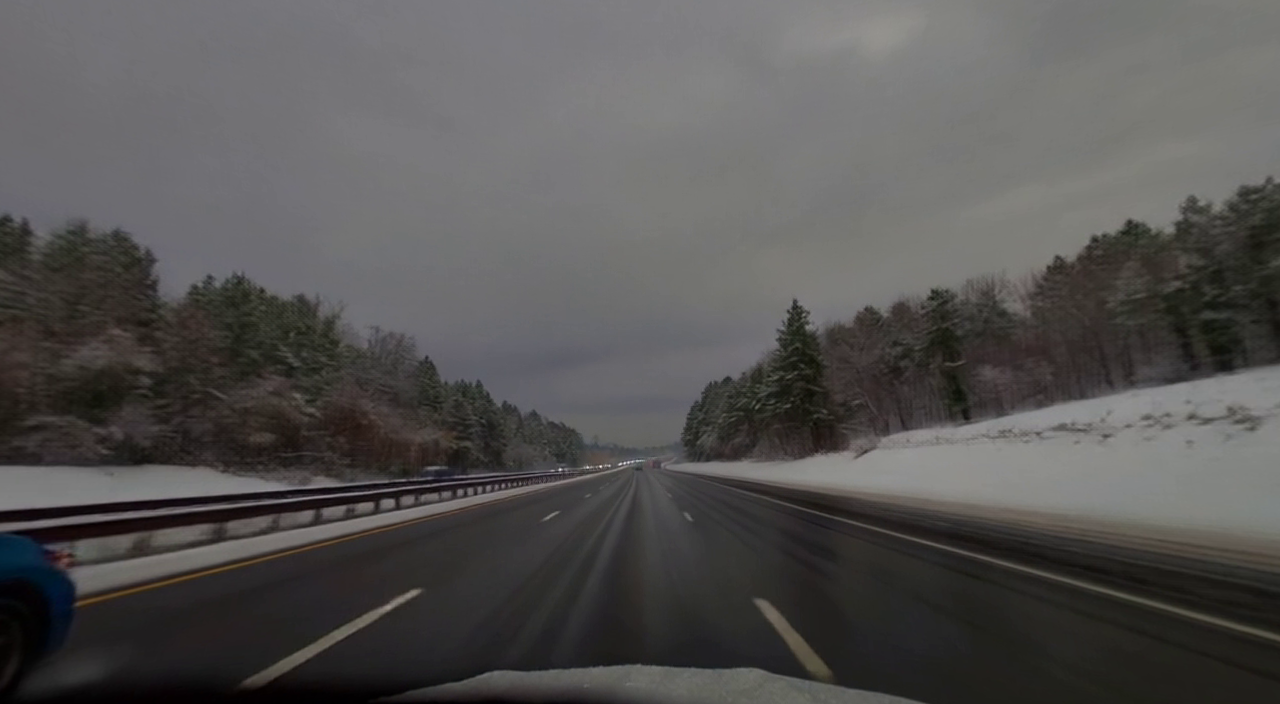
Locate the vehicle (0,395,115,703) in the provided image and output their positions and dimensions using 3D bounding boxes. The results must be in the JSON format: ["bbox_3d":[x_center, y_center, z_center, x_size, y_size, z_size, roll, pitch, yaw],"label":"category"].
[{"bbox_3d":[-3.989,0.657,1.106,1.928,1.593,4.871,1,-10,-1],"label":"vehicle"}]

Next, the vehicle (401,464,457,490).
[{"bbox_3d":[-12.827,7.658,38.638,1.898,1.453,4.393,1,-10,0],"label":"vehicle"}]
